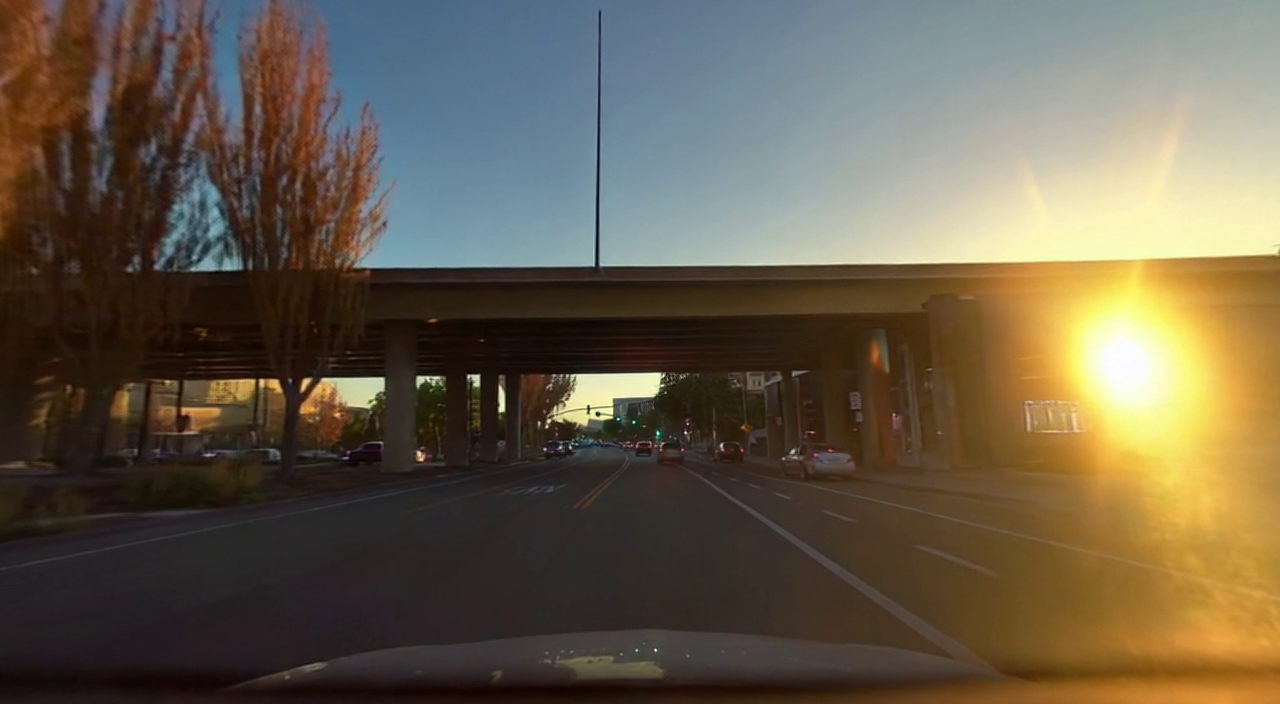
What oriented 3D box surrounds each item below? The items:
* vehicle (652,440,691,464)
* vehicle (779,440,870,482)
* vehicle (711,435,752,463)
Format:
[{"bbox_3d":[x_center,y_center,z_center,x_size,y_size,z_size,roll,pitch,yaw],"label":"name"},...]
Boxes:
[{"bbox_3d":[1.978,6.521,41.070,2.280,1.475,4.051,0,-8,-1],"label":"vehicle"},{"bbox_3d":[6.910,4.125,24.134,2.035,1.435,4.481,0,-8,-2],"label":"vehicle"},{"bbox_3d":[6.650,7.089,46.320,2.154,1.915,4.908,0,-8,-1],"label":"vehicle"}]
